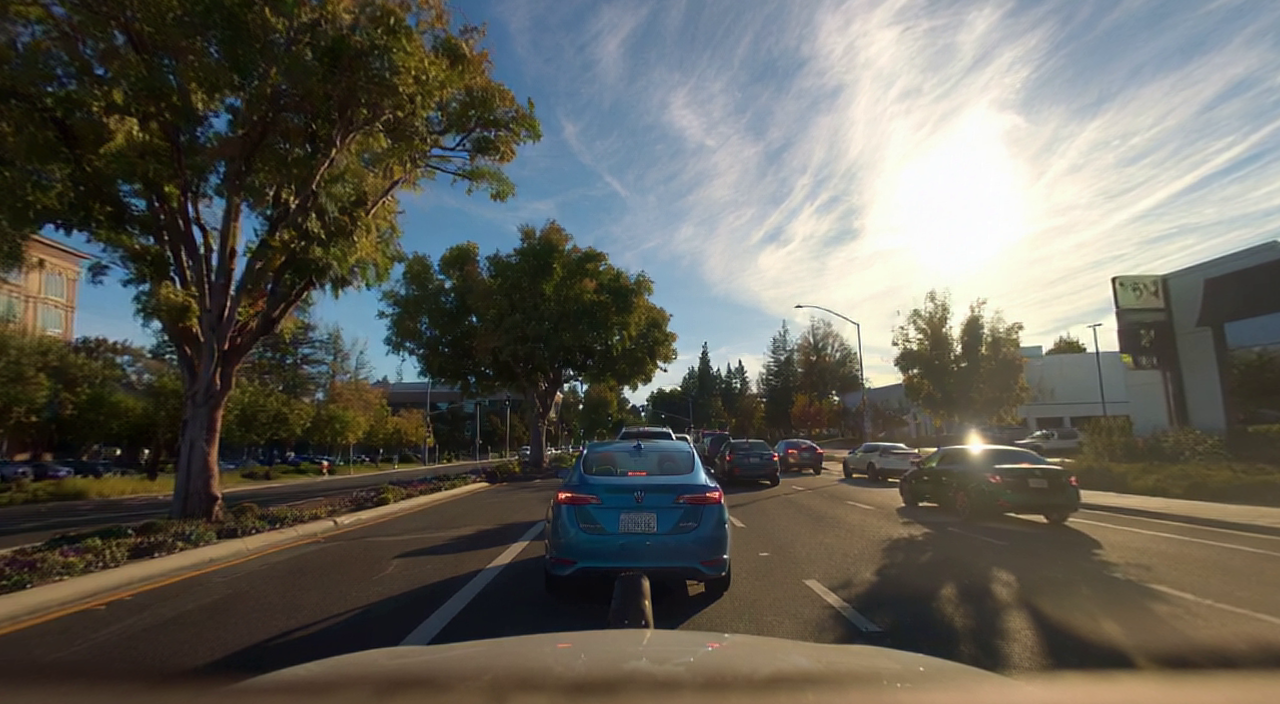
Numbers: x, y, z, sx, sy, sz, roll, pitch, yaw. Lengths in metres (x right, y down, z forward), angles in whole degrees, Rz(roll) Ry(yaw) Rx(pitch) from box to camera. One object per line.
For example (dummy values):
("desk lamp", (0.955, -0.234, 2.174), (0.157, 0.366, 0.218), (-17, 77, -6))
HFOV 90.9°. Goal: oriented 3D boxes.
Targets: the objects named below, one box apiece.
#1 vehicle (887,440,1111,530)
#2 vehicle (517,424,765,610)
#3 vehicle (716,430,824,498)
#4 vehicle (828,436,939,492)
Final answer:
("vehicle", (6.848, 2.537, 12.732), (1.911, 1.468, 4.417), (0, -8, 0))
("vehicle", (-0.028, 1.642, 7.288), (1.977, 1.465, 4.376), (0, -8, -1))
("vehicle", (3.616, 3.204, 18.463), (2.114, 1.736, 4.553), (0, -8, -1))
("vehicle", (7.952, 3.674, 21.114), (1.963, 1.637, 4.527), (0, -8, 1))
